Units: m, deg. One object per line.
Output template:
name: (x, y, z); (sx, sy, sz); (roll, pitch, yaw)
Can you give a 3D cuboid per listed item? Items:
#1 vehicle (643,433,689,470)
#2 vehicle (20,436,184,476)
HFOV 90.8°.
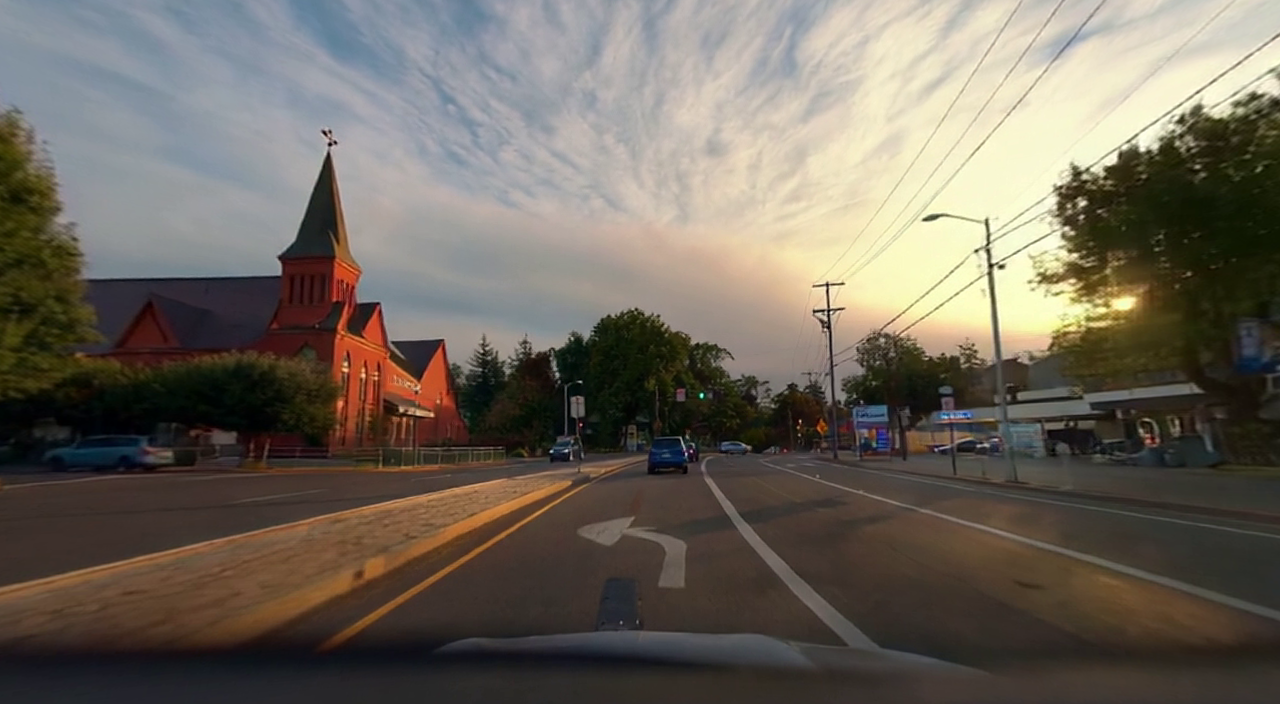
vehicle: (1.274, 4.689, 29.892); (2.032, 1.621, 4.082); (-1, -8, 4)
vehicle: (-21.464, 4.141, 25.492); (4.430, 1.493, 2.210); (3, -9, -19)
